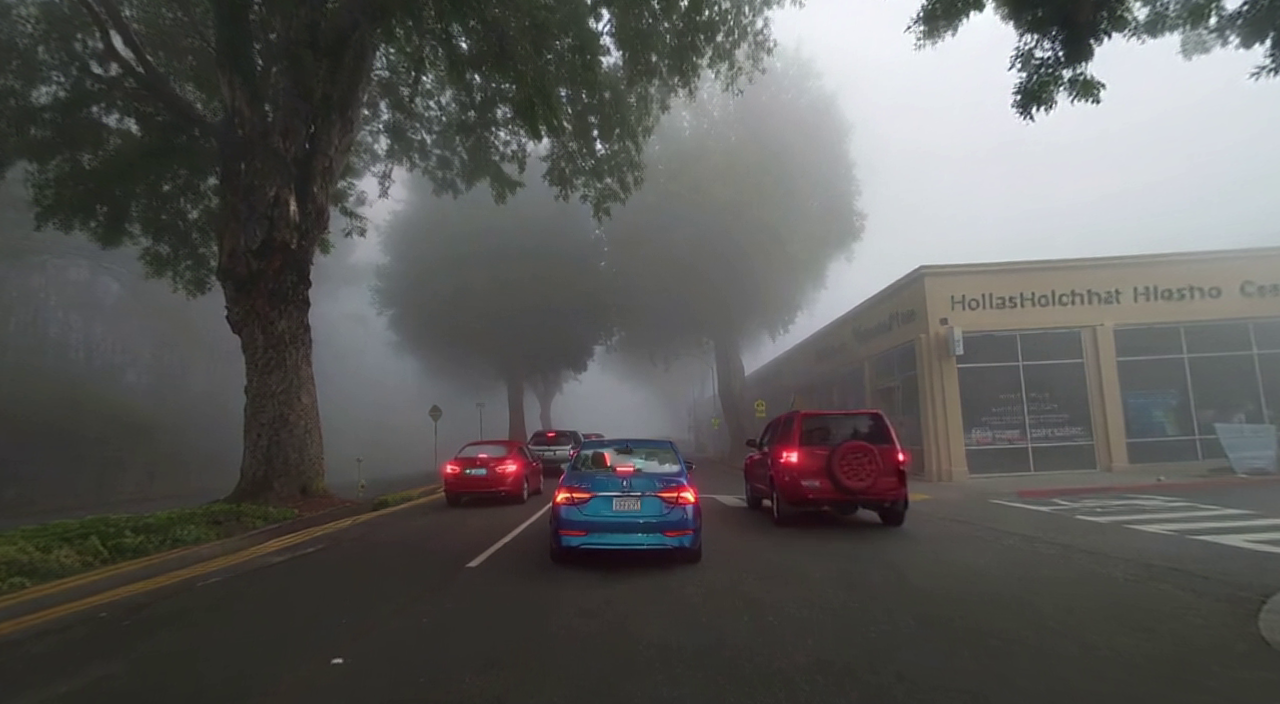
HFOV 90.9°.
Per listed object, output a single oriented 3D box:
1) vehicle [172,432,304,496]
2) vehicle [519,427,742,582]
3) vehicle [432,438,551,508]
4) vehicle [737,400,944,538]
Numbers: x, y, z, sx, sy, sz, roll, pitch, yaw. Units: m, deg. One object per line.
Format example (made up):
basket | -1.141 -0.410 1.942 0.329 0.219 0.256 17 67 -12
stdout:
vehicle | -19.176 5.346 30.565 2.286 2.777 5.926 0 -9 1
vehicle | -0.116 1.783 8.202 2.160 1.482 4.037 0 -9 -1
vehicle | -3.475 2.892 15.535 1.905 1.473 4.016 0 -9 1
vehicle | 3.284 2.044 11.544 2.152 1.987 4.527 0 -9 -2
